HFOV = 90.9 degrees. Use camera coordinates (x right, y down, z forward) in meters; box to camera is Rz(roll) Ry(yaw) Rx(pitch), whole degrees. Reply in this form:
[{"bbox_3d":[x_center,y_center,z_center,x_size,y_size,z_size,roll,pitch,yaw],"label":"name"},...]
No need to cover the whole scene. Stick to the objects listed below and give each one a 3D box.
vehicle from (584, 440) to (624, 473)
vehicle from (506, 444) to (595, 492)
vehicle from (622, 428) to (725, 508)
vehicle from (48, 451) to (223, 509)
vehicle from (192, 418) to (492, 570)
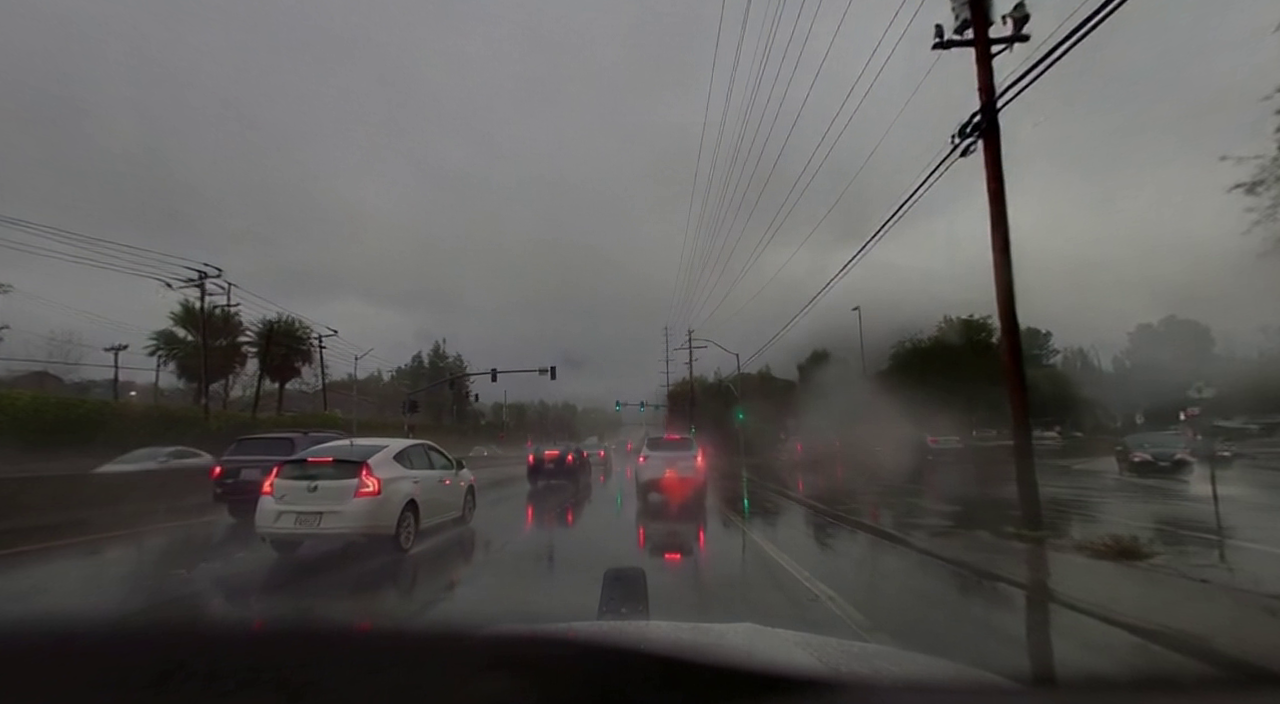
[{"bbox_3d":[-2.044,6.032,36.624,1.788,1.773,3.731,-1,-9,5],"label":"vehicle"},{"bbox_3d":[-2.888,3.843,21.297,2.105,1.436,4.311,-1,-9,4],"label":"vehicle"},{"bbox_3d":[0.791,2.801,15.581,2.205,1.691,3.937,-1,-9,2],"label":"vehicle"},{"bbox_3d":[-16.491,4.158,20.973,1.842,1.655,4.501,-1,-9,5],"label":"vehicle"},{"bbox_3d":[-3.760,1.871,9.093,2.018,1.621,4.441,0,-9,2],"label":"vehicle"}]
